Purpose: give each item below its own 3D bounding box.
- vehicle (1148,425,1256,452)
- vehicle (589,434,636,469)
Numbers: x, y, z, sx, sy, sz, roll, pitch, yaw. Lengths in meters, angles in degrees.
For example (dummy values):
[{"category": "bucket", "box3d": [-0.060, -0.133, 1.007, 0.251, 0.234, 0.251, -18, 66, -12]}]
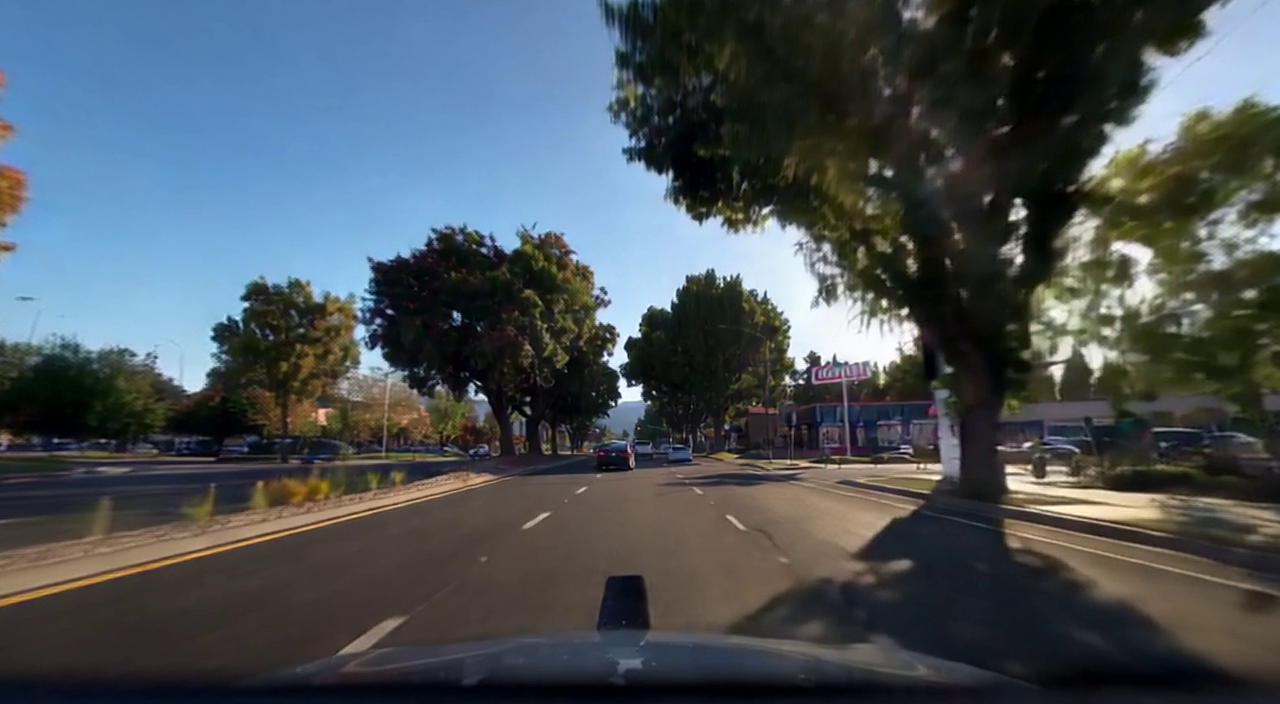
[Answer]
[{"category": "vehicle", "box3d": [38.564, 5.961, 43.183, 5.170, 1.787, 2.248, 0, -8, 2]}, {"category": "vehicle", "box3d": [-1.546, 5.895, 37.449, 2.222, 1.899, 5.006, 0, -8, 4]}]
